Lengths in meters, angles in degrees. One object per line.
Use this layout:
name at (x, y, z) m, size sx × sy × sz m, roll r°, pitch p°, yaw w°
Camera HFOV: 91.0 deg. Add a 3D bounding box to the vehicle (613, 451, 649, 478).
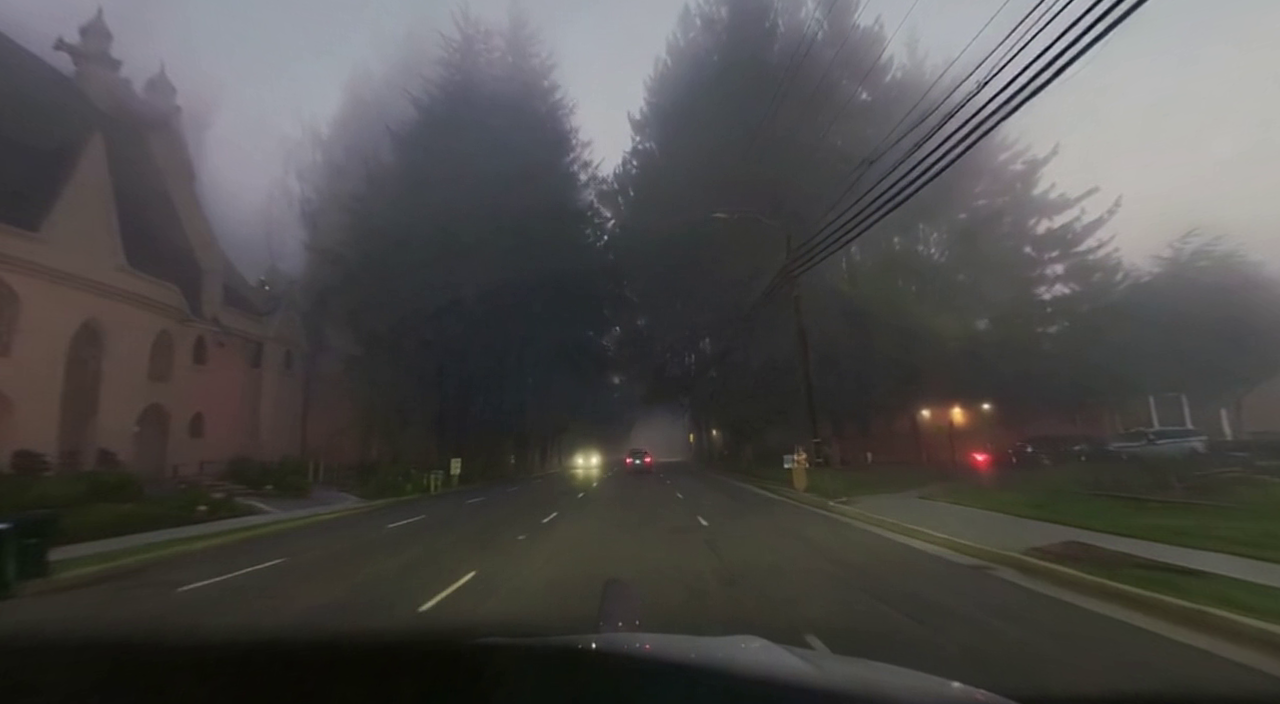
vehicle at (-0.549, 6.751, 38.085) m, size 2.093 × 1.497 × 4.010 m, roll 0°, pitch -9°, yaw -1°
